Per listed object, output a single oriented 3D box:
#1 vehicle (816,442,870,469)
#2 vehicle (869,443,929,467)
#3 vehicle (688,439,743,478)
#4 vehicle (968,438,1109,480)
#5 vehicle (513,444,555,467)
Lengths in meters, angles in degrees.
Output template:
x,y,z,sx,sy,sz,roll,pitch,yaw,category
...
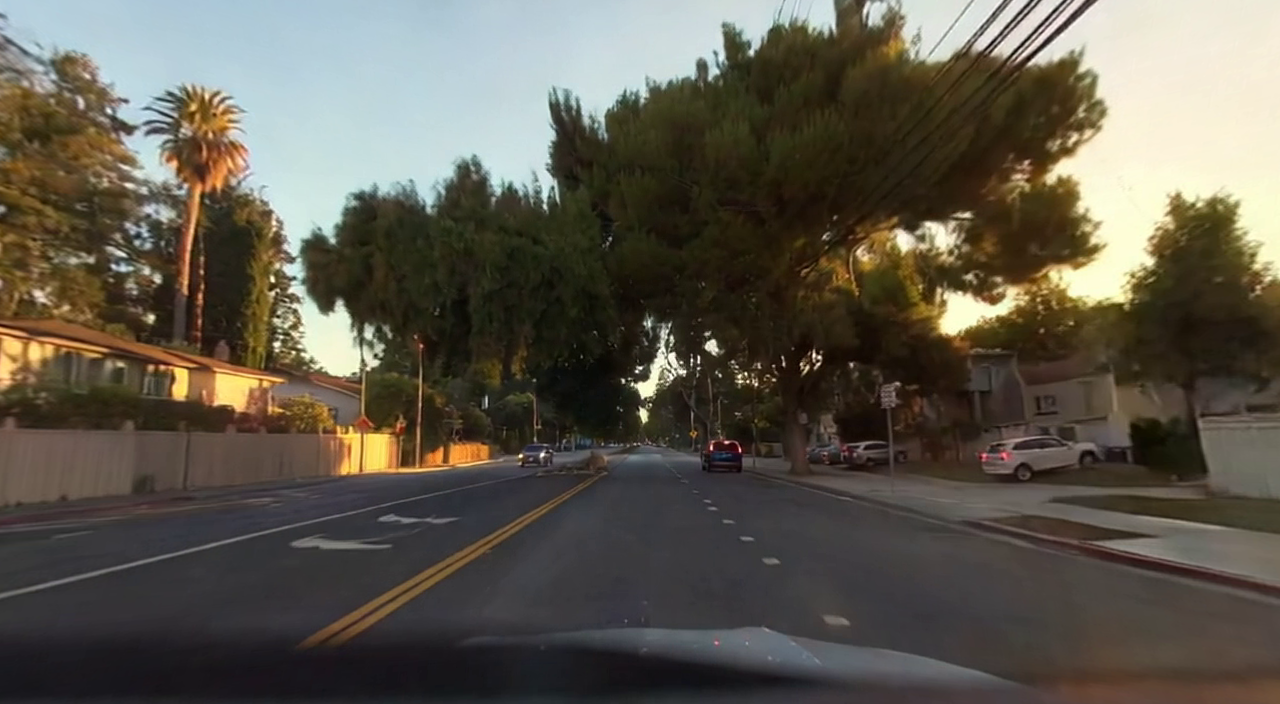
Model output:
x,y,z,sx,sy,sz,roll,pitch,yaw,category
12.455,6.384,38.987,1.970,1.561,4.725,-1,-9,3,vehicle
16.153,6.413,39.501,1.747,1.405,4.372,0,-9,-2,vehicle
3.765,5.426,32.361,2.144,1.843,4.827,0,-9,-1,vehicle
15.418,4.138,24.595,4.135,1.558,1.929,0,-8,3,vehicle
-8.009,7.822,47.887,2.179,1.613,4.516,-1,-9,3,vehicle
